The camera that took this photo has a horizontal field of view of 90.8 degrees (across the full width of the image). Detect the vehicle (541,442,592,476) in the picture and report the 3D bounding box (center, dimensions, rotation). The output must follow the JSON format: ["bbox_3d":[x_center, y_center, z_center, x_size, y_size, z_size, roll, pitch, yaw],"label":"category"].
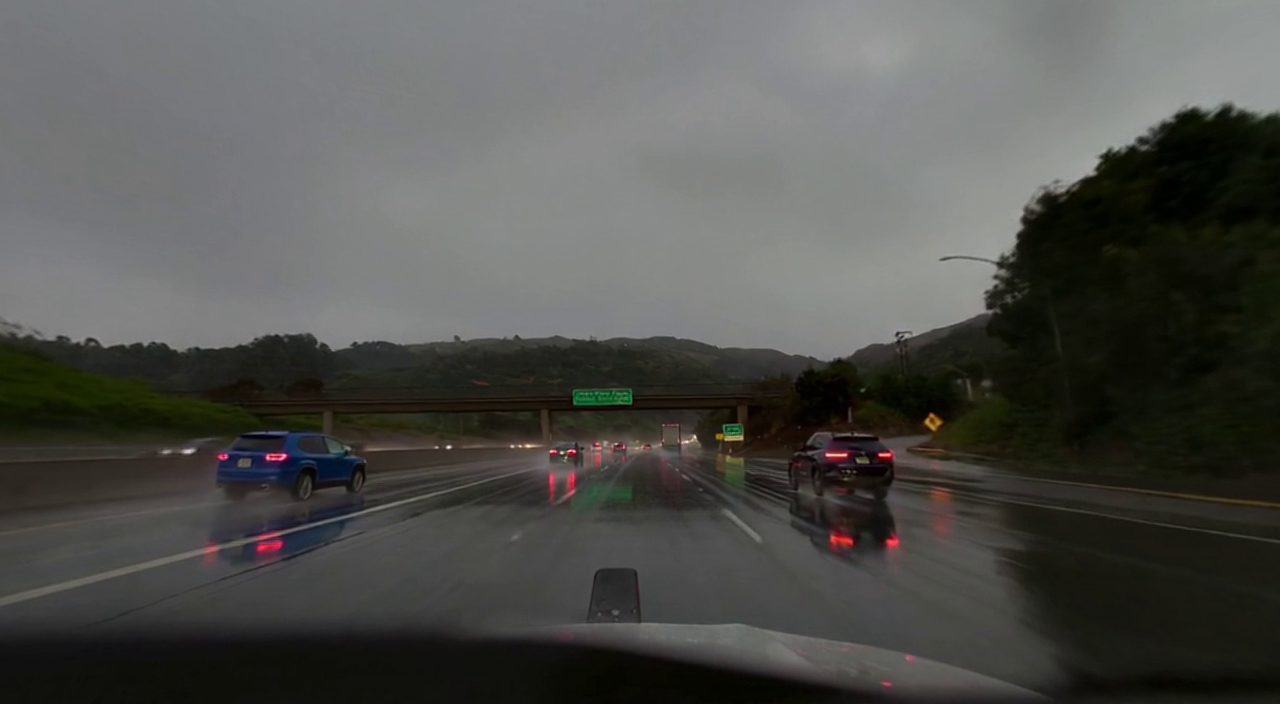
[{"bbox_3d":[-3.437,5.108,30.379,1.925,1.509,4.363,0,-9,0],"label":"vehicle"}]

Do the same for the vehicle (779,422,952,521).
[{"bbox_3d":[4.469,2.443,13.423,1.950,1.719,4.545,0,-9,0],"label":"vehicle"}]

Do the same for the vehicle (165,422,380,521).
[{"bbox_3d":[-7.196,2.374,13.006,1.860,1.694,4.173,0,-9,0],"label":"vehicle"}]
